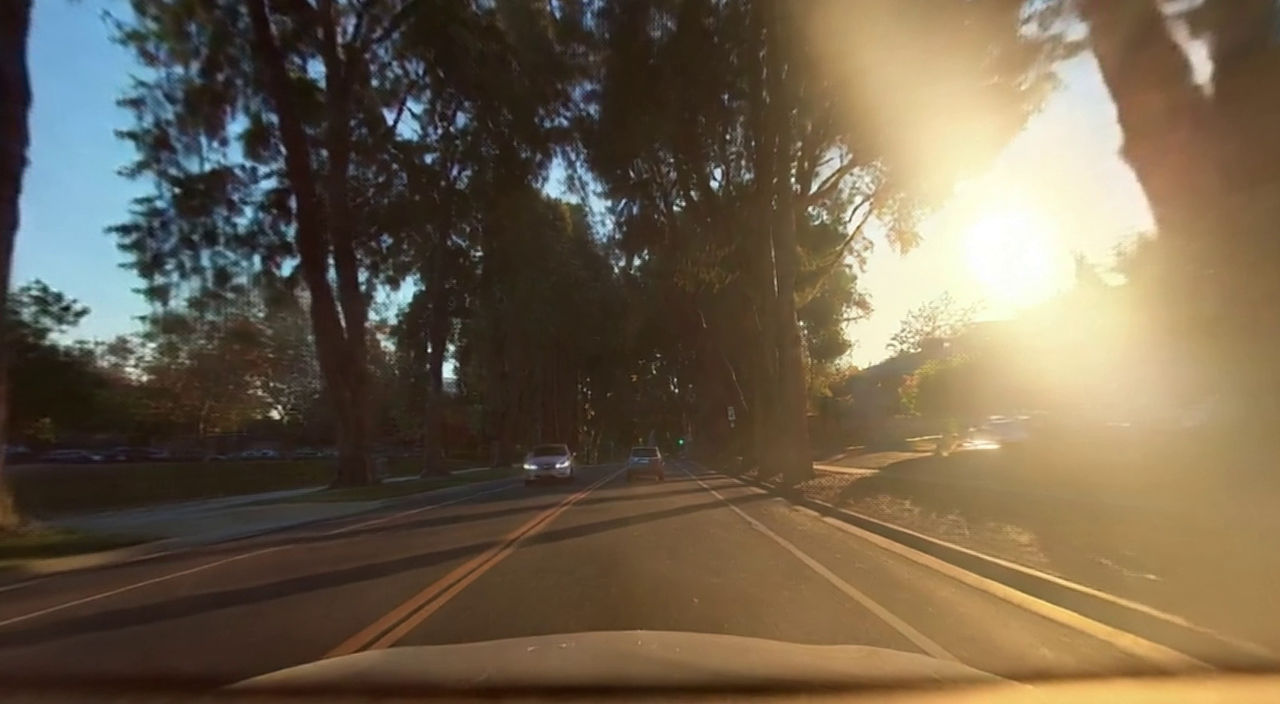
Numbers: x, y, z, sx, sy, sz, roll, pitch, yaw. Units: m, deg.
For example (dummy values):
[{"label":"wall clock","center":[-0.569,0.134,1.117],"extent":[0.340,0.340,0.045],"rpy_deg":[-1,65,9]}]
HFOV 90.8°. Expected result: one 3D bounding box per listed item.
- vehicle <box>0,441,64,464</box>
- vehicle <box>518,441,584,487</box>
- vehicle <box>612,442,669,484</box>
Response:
[{"label":"vehicle","center":[-46.170,7.434,46.988],"extent":[1.897,1.584,4.678],"rpy_deg":[-1,-8,5]},{"label":"vehicle","center":[-3.601,4.587,26.273],"extent":[2.078,1.720,3.822],"rpy_deg":[-1,-8,2]},{"label":"vehicle","center":[0.117,4.552,26.271],"extent":[2.152,1.574,4.223],"rpy_deg":[-1,-8,3]}]
